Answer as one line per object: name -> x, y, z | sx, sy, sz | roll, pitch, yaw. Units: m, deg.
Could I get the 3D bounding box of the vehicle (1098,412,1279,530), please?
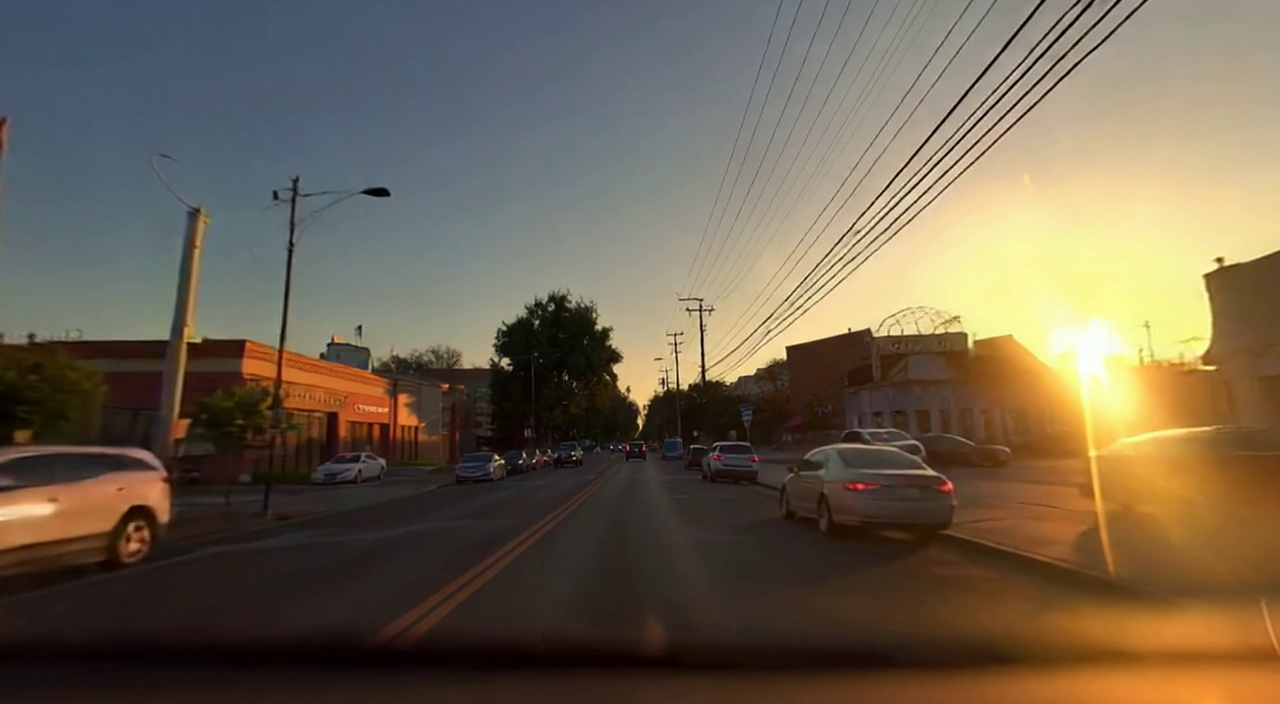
vehicle -> 10.290, 1.755, 9.812 | 4.744, 1.610, 1.921 | -2, -8, 1

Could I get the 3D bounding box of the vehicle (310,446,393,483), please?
vehicle -> -14.813, 5.800, 32.814 | 1.969, 1.741, 5.148 | 0, -9, -1

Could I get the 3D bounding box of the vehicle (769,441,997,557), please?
vehicle -> 3.562, 2.207, 10.335 | 1.866, 1.439, 4.482 | 0, -8, -1

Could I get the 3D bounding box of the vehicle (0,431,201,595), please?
vehicle -> -8.263, 1.883, 7.474 | 1.986, 1.831, 5.678 | -1, -9, 1

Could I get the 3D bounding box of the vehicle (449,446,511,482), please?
vehicle -> -8.419, 5.916, 33.801 | 2.113, 1.665, 5.062 | 0, -7, -2

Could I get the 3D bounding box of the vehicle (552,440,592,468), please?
vehicle -> -5.098, 7.645, 47.599 | 2.152, 1.918, 4.217 | -3, -9, 5

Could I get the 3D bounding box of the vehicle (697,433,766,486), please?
vehicle -> 3.459, 4.208, 24.804 | 2.025, 1.843, 4.883 | -1, -9, 1
